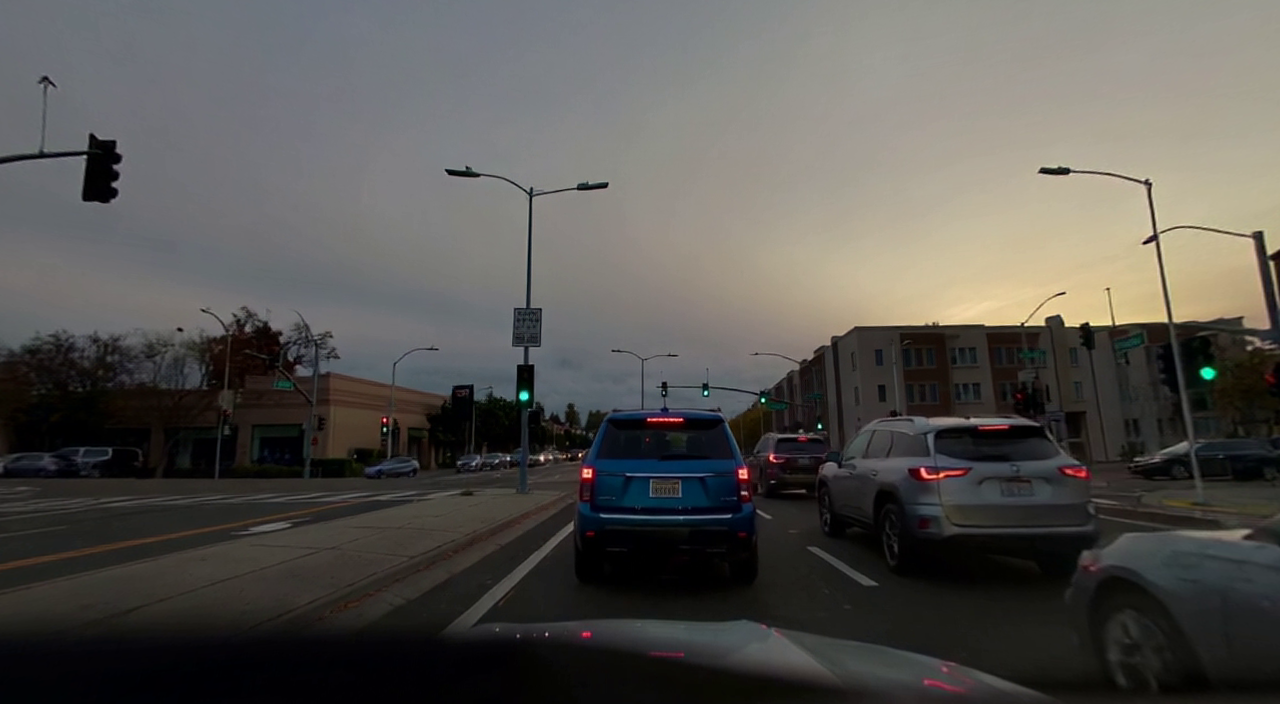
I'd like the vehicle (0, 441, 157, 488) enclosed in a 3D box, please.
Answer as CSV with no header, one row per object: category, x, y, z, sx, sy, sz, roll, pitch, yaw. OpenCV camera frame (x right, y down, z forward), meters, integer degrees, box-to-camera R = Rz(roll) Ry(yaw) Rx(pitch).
vehicle,-24.572,4.870,27.526,5.062,1.946,2.243,0,-9,-1

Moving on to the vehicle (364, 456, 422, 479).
vehicle,-17.767,8.318,45.665,1.872,1.477,3.981,-2,-9,15

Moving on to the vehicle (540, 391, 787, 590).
vehicle,0.273,1.625,8.172,2.292,1.840,4.394,0,-9,2

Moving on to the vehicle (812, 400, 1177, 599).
vehicle,3.649,1.600,7.675,2.018,1.701,4.288,0,-9,2

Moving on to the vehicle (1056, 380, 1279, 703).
vehicle,3.138,0.665,0.839,2.056,1.516,4.776,0,-9,2
